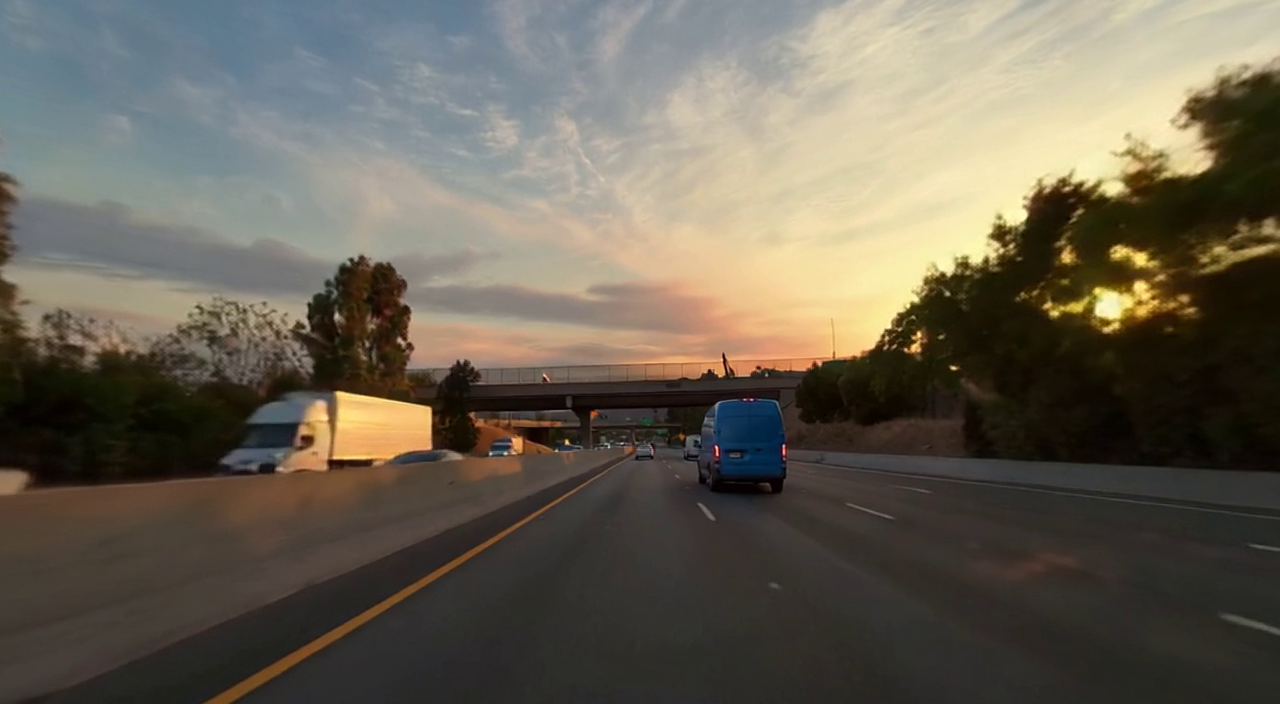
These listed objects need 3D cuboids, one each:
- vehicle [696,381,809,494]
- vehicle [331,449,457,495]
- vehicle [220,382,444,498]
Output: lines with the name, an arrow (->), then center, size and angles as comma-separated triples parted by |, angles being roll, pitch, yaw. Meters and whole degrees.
vehicle -> 3.451, 2.925, 21.232 | 2.460, 3.155, 6.902 | 0, -9, 0
vehicle -> -7.414, 3.645, 19.544 | 2.186, 1.241, 4.084 | 0, -9, 1
vehicle -> -15.156, 4.880, 34.258 | 3.234, 4.648, 17.365 | 0, -9, 1
